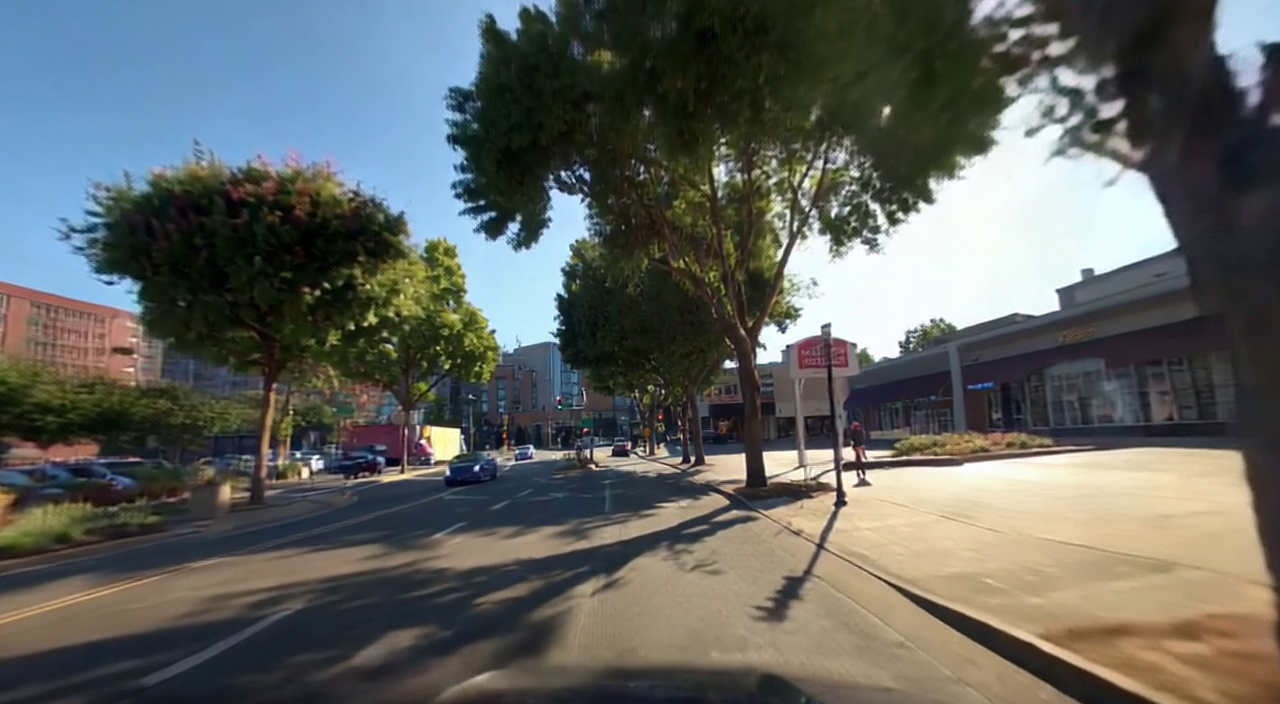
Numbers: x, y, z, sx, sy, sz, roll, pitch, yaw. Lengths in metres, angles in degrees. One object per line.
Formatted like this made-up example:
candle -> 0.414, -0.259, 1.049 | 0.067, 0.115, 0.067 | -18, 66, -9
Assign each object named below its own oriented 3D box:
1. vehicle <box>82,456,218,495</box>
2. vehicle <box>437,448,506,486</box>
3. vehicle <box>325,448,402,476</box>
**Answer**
vehicle -> -21.948, 5.542, 28.555 | 1.928, 1.490, 4.462 | -4, -9, 16
vehicle -> -7.363, 5.045, 28.018 | 1.899, 1.517, 4.384 | 0, -8, -1
vehicle -> -18.097, 7.206, 41.629 | 2.101, 1.721, 4.587 | -3, -9, 17
